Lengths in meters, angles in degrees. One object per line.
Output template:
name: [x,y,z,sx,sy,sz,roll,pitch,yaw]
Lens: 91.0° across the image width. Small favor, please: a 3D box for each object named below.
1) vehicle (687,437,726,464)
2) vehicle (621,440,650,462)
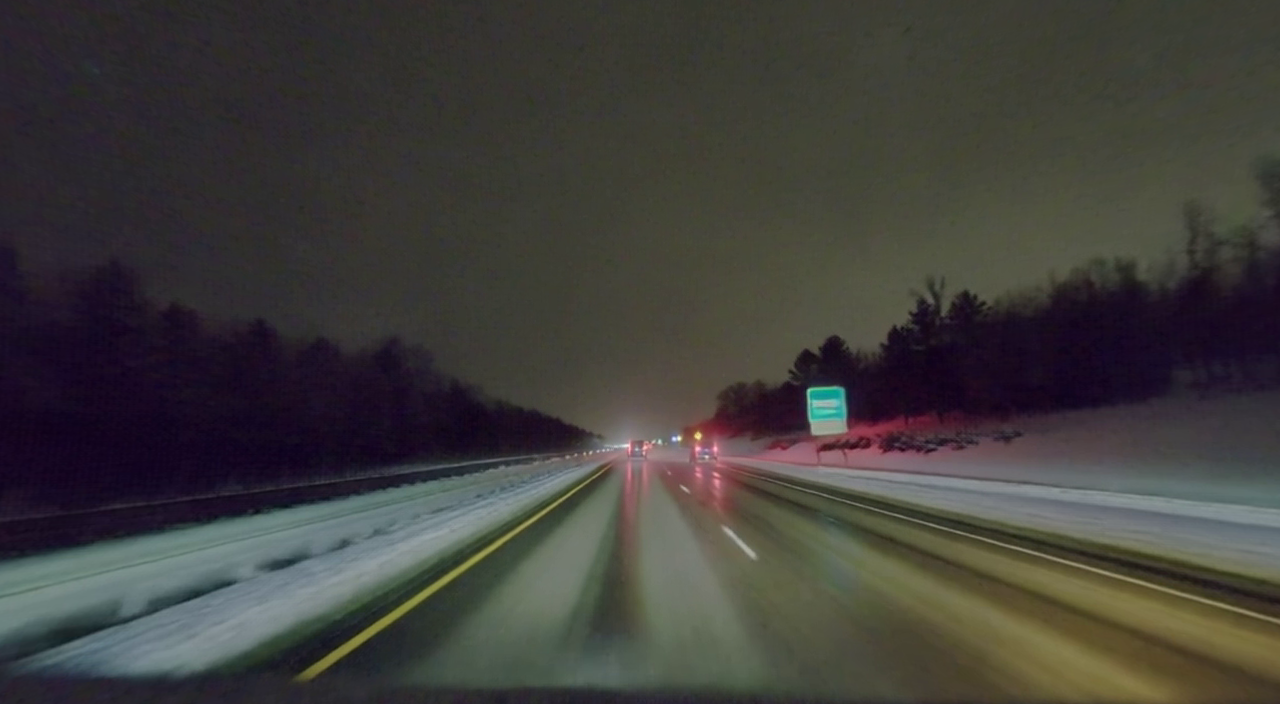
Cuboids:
vehicle: [4.157,6.264,39.993,2.037,1.609,4.036,0,-8,0]
vehicle: [-0.279,7.288,46.504,2.009,1.554,4.013,0,-8,1]
